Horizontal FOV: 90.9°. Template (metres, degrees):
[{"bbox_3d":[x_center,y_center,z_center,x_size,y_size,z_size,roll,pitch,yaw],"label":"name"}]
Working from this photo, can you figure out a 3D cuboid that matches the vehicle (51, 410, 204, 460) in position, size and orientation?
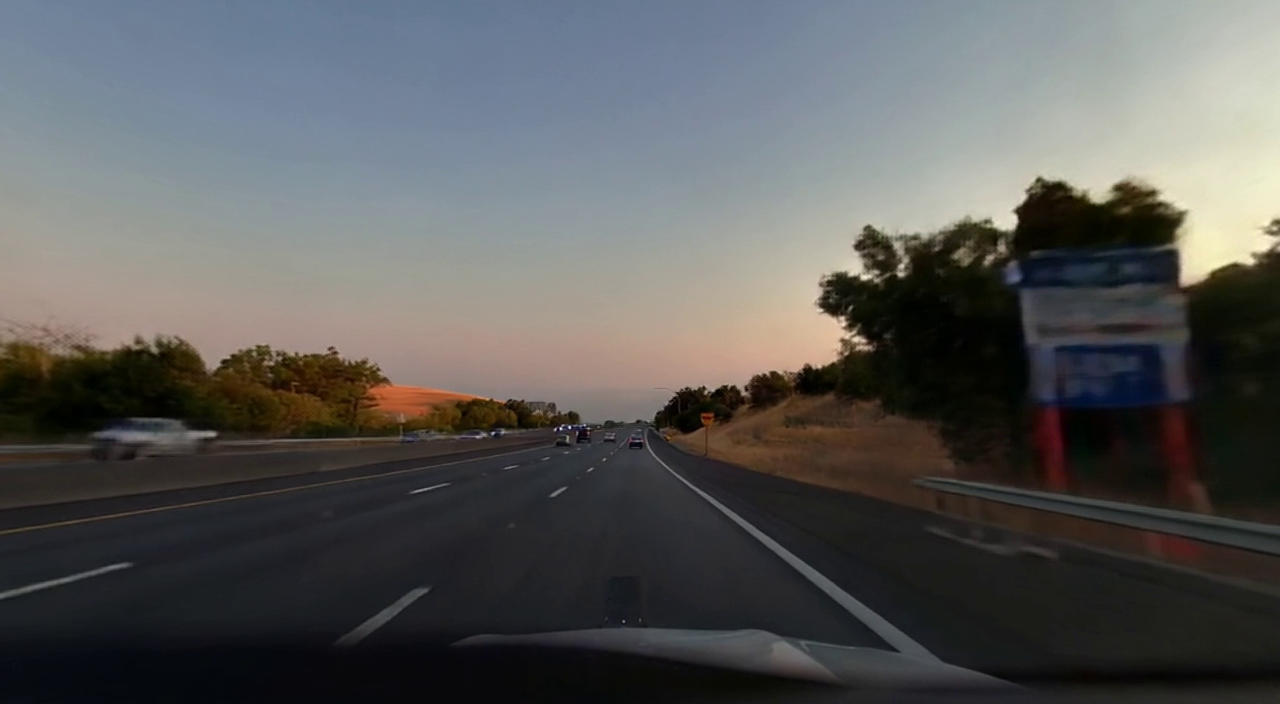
[{"bbox_3d":[-25.443,4.240,31.785,2.484,2.248,6.190,0,-8,0],"label":"vehicle"}]
